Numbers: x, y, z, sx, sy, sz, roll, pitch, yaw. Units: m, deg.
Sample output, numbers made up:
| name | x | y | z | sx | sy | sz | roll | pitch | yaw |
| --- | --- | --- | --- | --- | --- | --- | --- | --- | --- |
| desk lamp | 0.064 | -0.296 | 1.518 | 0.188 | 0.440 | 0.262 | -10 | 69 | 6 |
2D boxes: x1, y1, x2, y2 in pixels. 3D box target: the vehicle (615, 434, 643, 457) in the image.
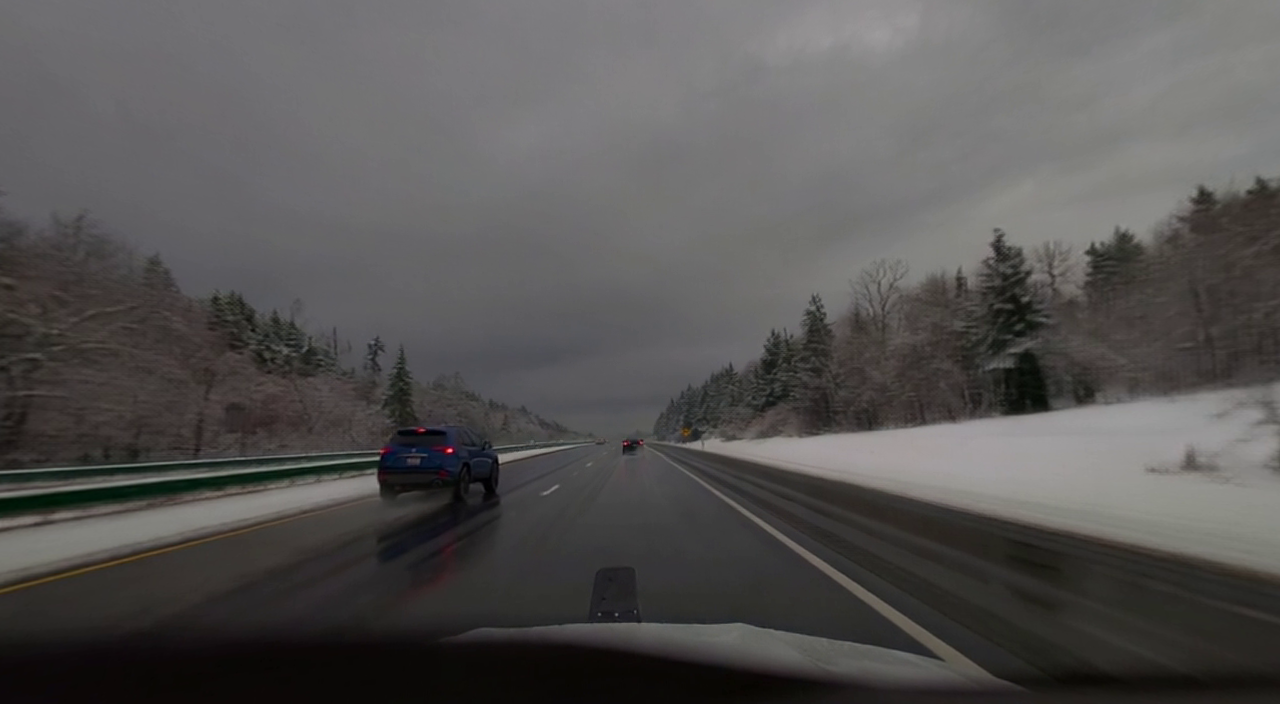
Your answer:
| name | x | y | z | sx | sy | sz | roll | pitch | yaw |
| --- | --- | --- | --- | --- | --- | --- | --- | --- | --- |
| vehicle | -0.747 | 6.282 | 42.620 | 1.836 | 1.450 | 3.519 | 0 | -8 | -2 |

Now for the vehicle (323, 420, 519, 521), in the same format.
| name | x | y | z | sx | sy | sz | roll | pitch | yaw |
| --- | --- | --- | --- | --- | --- | --- | --- | --- | --- |
| vehicle | -3.839 | 2.152 | 12.161 | 2.072 | 1.545 | 4.767 | 0 | -8 | 0 |
